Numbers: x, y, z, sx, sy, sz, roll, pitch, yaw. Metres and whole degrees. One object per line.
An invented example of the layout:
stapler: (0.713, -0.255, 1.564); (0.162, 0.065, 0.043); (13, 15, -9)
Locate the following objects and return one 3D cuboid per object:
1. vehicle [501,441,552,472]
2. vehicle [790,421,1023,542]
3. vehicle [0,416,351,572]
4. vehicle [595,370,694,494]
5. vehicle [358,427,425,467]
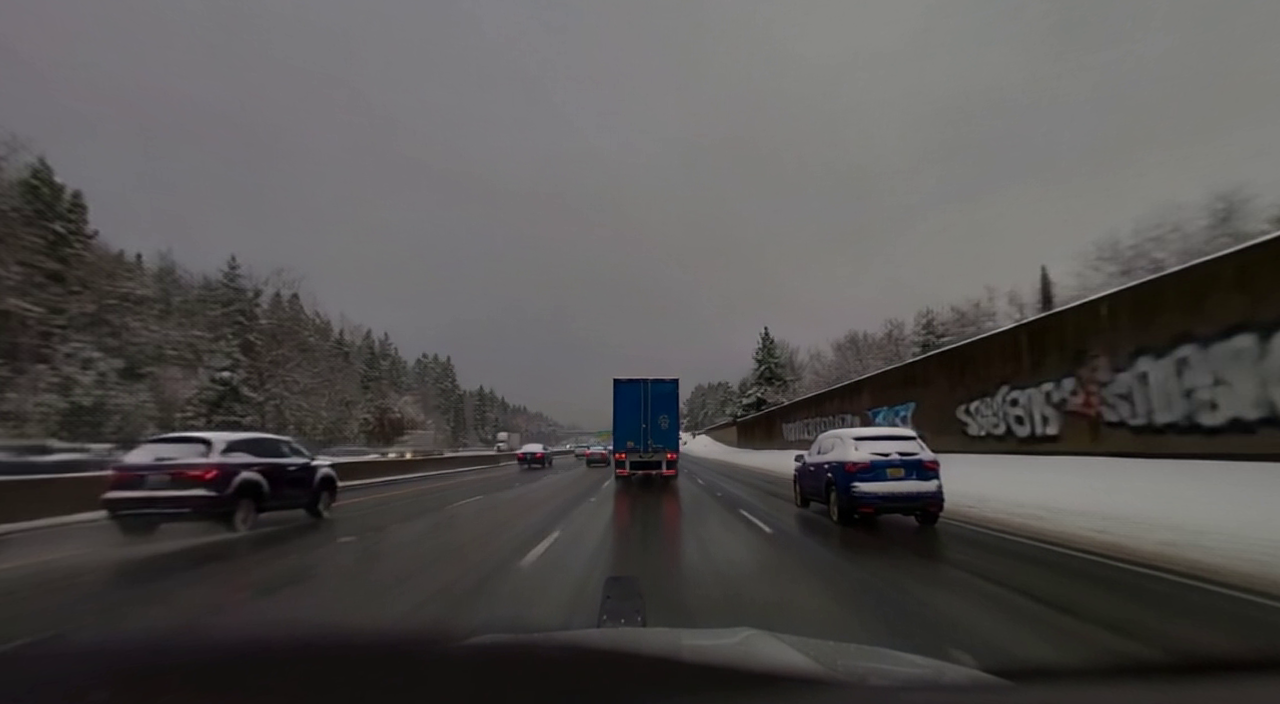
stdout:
vehicle: (-6.268, 5.841, 35.326); (2.005, 1.607, 4.042); (0, -9, 2)
vehicle: (4.314, 2.185, 11.214); (2.205, 1.689, 4.403); (0, -9, 0)
vehicle: (-6.525, 1.909, 9.271); (2.134, 1.662, 4.851); (0, -9, 1)
vehicle: (0.134, 3.111, 23.656); (2.915, 3.661, 9.741); (0, -9, 0)
vehicle: (-17.406, 6.738, 44.595); (2.179, 2.650, 5.861); (0, -9, 1)
